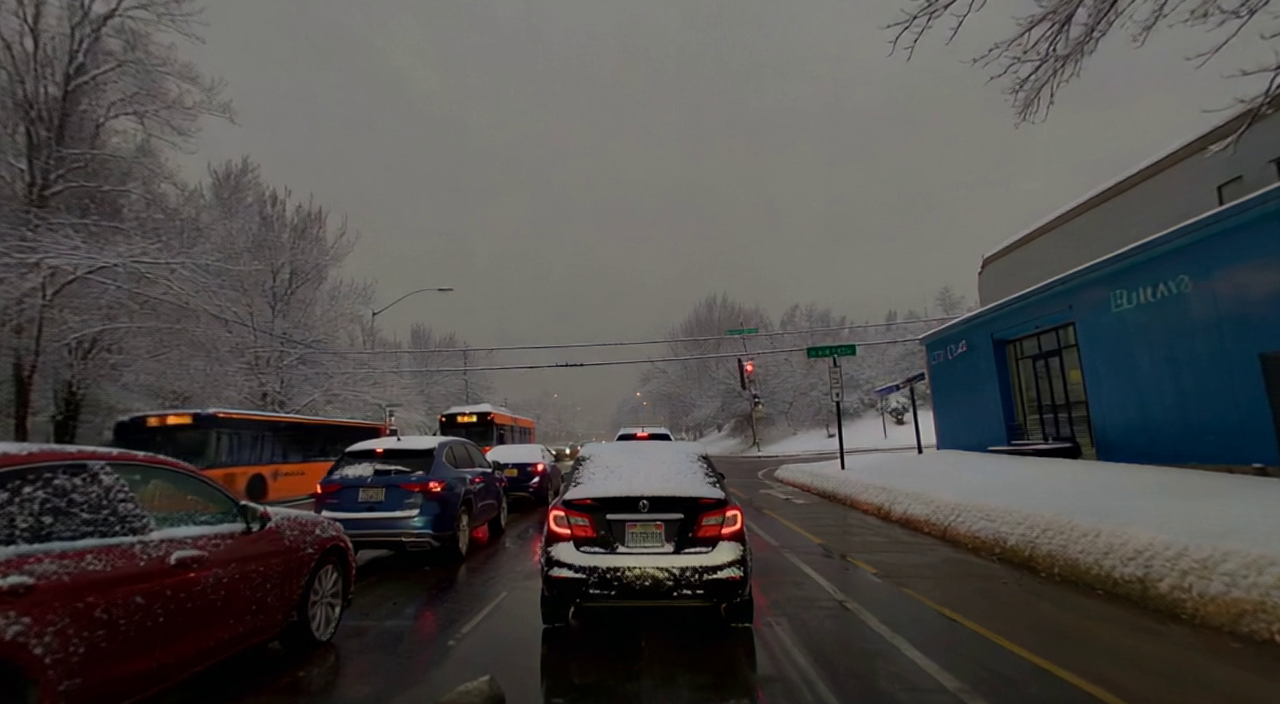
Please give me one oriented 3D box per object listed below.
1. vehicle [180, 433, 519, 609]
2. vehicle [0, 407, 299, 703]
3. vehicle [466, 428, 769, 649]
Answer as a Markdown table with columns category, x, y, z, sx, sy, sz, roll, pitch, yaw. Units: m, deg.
| category | x | y | z | sx | sy | sz | roll | pitch | yaw |
| --- | --- | --- | --- | --- | --- | --- | --- | --- | --- |
| vehicle | -2.912 | 1.767 | 7.638 | 1.944 | 1.481 | 4.385 | 0 | -8 | 1 |
| vehicle | -3.165 | 0.874 | 1.719 | 1.867 | 1.486 | 4.452 | 0 | -8 | 2 |
| vehicle | -0.137 | 1.534 | 6.186 | 2.031 | 1.461 | 3.763 | 0 | -8 | 0 |
